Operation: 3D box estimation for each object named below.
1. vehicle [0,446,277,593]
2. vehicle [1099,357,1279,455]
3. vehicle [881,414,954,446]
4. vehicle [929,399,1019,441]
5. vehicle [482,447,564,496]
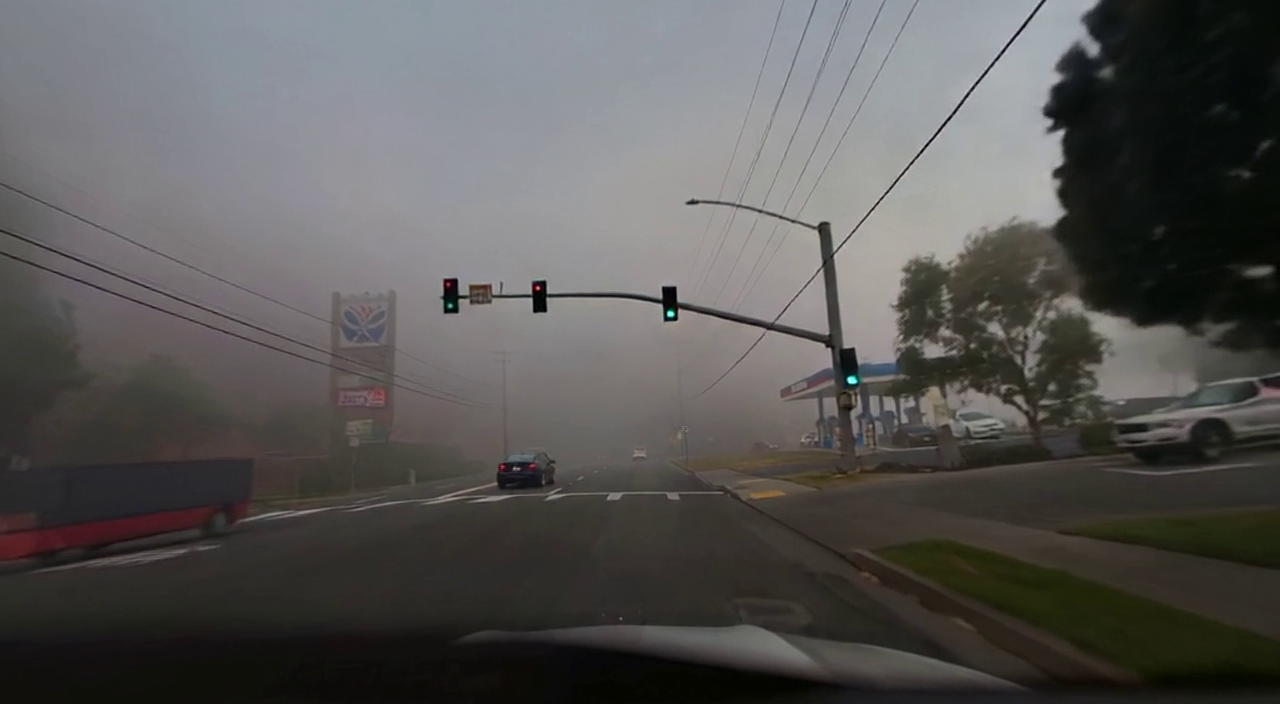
[{"bbox_3d":[-7.921,2.369,9.916,1.956,1.751,4.354,0,-8,-2],"label":"vehicle"},{"bbox_3d":[13.923,1.269,14.162,5.266,2.021,2.329,-1,-8,4],"label":"vehicle"},{"bbox_3d":[14.375,4.105,33.009,1.835,1.549,4.178,0,-8,-1],"label":"vehicle"},{"bbox_3d":[17.441,3.664,33.298,2.014,2.048,4.717,0,-8,-1],"label":"vehicle"},{"bbox_3d":[-3.836,3.969,21.483,1.943,1.455,4.414,0,-8,0],"label":"vehicle"}]
